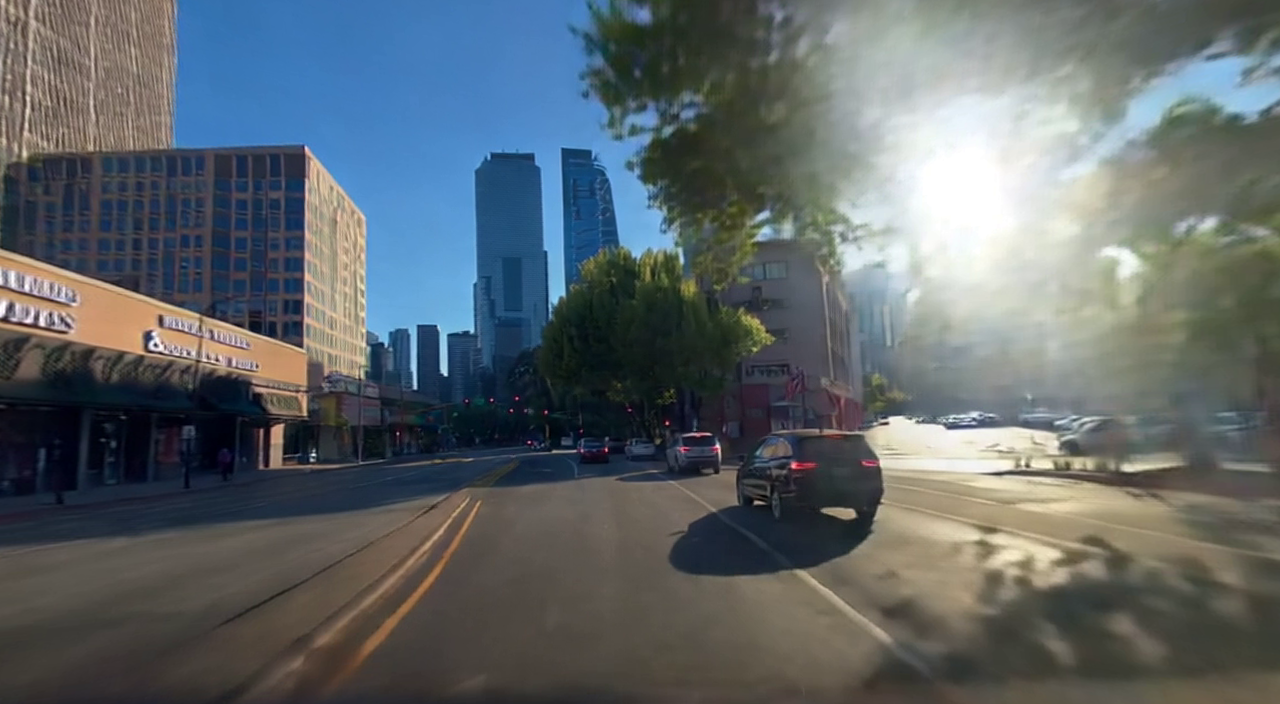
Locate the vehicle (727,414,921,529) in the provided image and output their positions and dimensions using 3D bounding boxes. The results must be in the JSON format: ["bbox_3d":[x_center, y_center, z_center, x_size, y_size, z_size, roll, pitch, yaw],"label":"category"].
[{"bbox_3d":[2.942,1.993,11.160,1.966,1.596,3.980,-1,-8,-4],"label":"vehicle"}]

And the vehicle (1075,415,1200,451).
[{"bbox_3d":[28.005,4.605,35.702,5.103,1.947,2.207,0,-8,0],"label":"vehicle"}]

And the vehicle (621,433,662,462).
[{"bbox_3d":[0.037,6.500,43.335,2.216,1.750,4.520,-1,-7,-8],"label":"vehicle"}]

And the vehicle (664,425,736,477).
[{"bbox_3d":[2.228,3.846,24.761,2.046,1.768,4.370,-1,-8,-5],"label":"vehicle"}]

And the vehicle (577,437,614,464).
[{"bbox_3d":[-2.758,6.003,38.674,2.068,1.512,3.987,1,-9,-7],"label":"vehicle"}]
